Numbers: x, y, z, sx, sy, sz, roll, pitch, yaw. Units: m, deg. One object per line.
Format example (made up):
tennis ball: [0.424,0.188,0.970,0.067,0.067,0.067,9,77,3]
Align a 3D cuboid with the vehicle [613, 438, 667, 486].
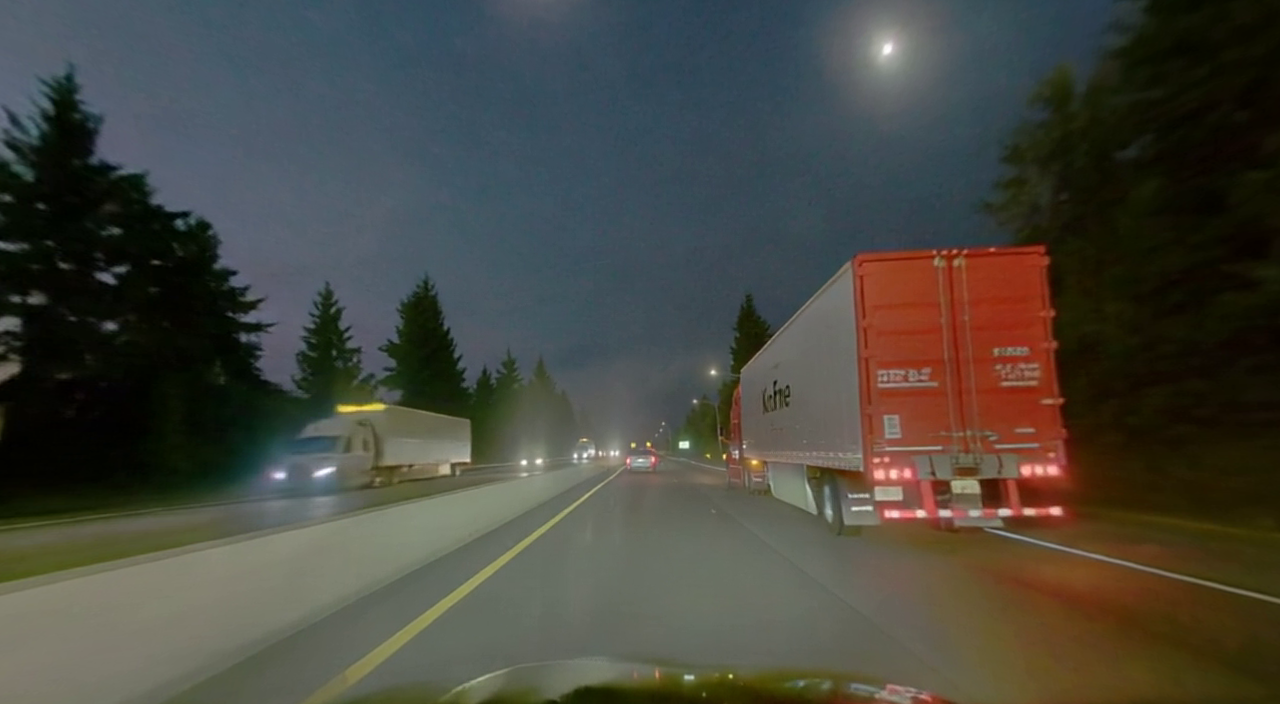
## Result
vehicle: [0.015,4.618,26.773,2.105,1.865,4.102,0,-9,0]

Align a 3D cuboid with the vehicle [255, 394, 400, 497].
vehicle: [-13.161,4.050,27.240,3.089,3.941,5.838,0,-9,0]

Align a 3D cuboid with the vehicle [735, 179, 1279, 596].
vehicle: [4.354,1.213,12.274,3.030,3.985,12.707,0,-9,0]
